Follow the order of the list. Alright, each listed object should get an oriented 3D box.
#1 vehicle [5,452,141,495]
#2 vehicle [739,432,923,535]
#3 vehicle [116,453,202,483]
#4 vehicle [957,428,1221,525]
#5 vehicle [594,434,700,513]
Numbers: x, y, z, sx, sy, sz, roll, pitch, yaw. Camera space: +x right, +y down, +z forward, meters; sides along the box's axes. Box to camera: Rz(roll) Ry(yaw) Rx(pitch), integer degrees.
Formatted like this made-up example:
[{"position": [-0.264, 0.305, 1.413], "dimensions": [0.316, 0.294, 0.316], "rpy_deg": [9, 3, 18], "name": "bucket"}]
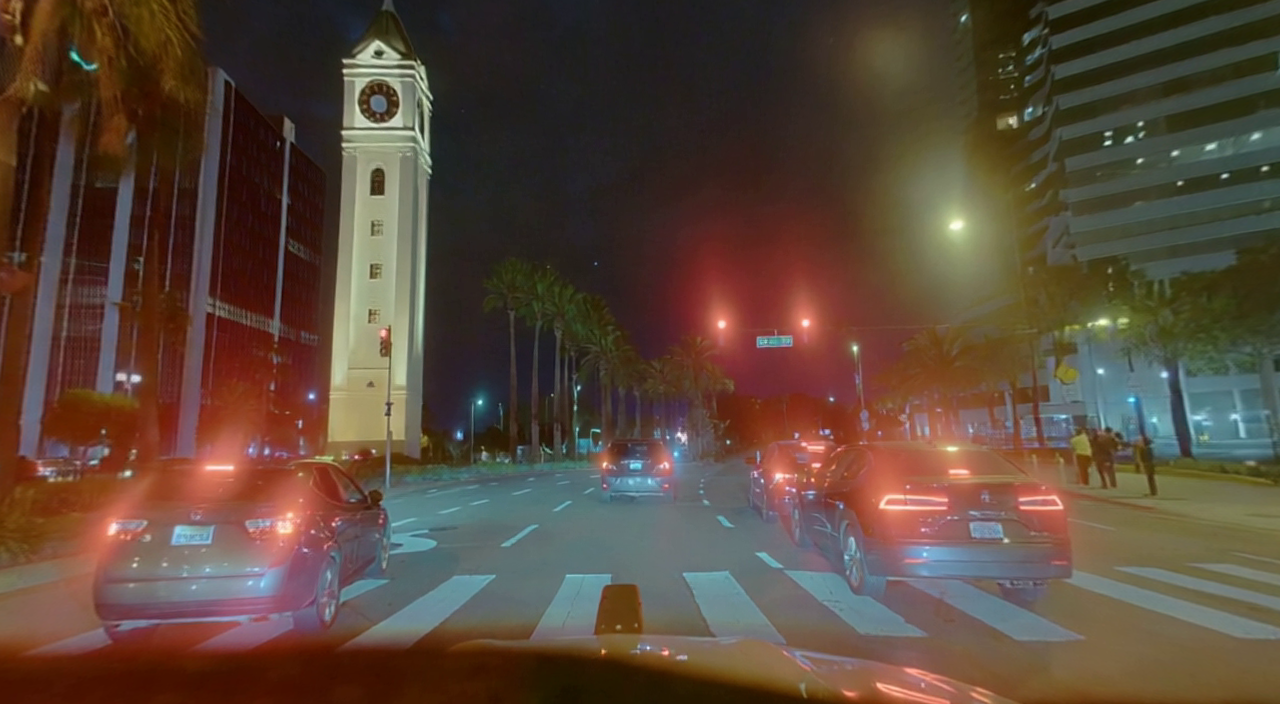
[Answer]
[{"position": [-26.699, 5.711, 29.925], "dimensions": [2.105, 1.793, 4.812], "rpy_deg": [0, -9, -3], "name": "vehicle"}, {"position": [3.122, 2.245, 11.367], "dimensions": [1.913, 1.469, 4.425], "rpy_deg": [0, -9, 0], "name": "vehicle"}, {"position": [-30.448, 7.340, 40.035], "dimensions": [1.946, 1.696, 4.595], "rpy_deg": [0, -9, -2], "name": "vehicle"}, {"position": [8.174, 2.280, 12.095], "dimensions": [1.859, 1.508, 4.259], "rpy_deg": [0, -9, -1], "name": "vehicle"}, {"position": [0.164, 2.616, 14.010], "dimensions": [2.048, 1.503, 3.681], "rpy_deg": [0, -9, 1], "name": "vehicle"}]
